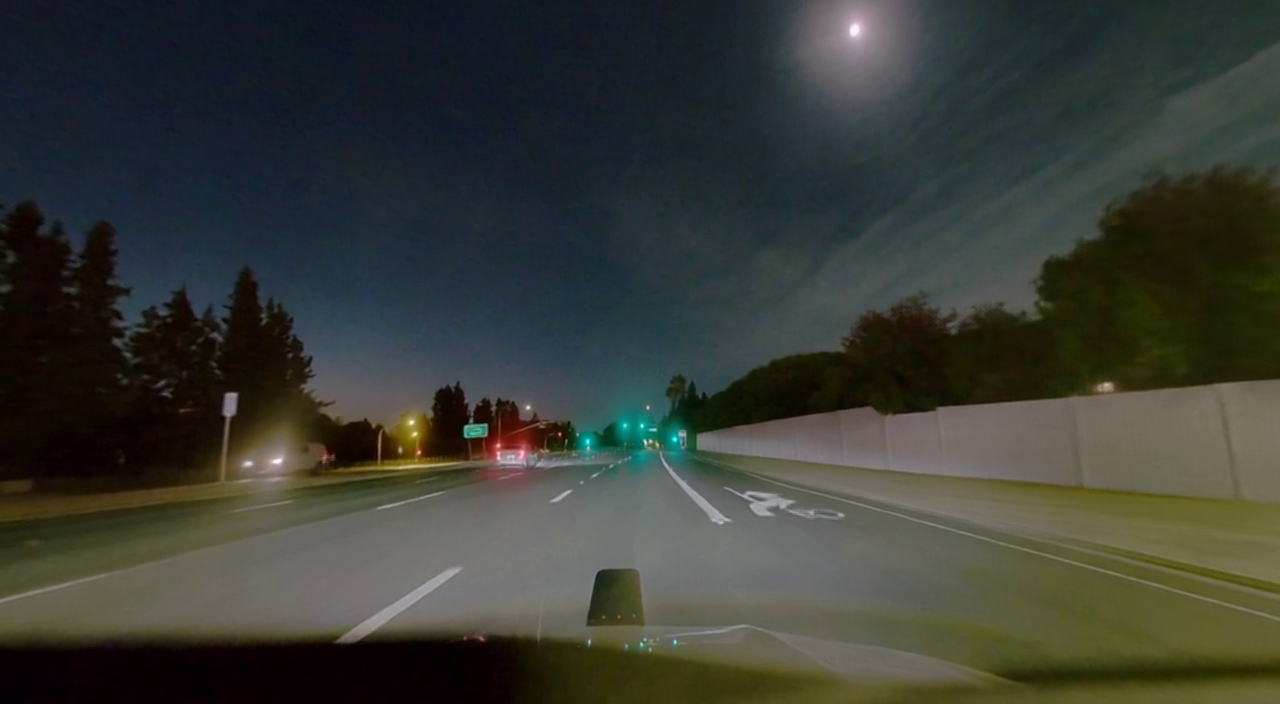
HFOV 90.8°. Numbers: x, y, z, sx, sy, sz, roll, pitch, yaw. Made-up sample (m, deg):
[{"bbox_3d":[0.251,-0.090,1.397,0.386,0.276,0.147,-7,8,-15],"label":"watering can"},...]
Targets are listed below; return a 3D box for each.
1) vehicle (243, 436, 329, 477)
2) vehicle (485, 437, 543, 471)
[{"bbox_3d":[-26.182,7.704,47.119,2.284,2.792,6.858,-1,-8,2],"label":"vehicle"},{"bbox_3d":[-6.855,5.589,34.869,2.115,1.711,4.722,0,-8,2],"label":"vehicle"}]
